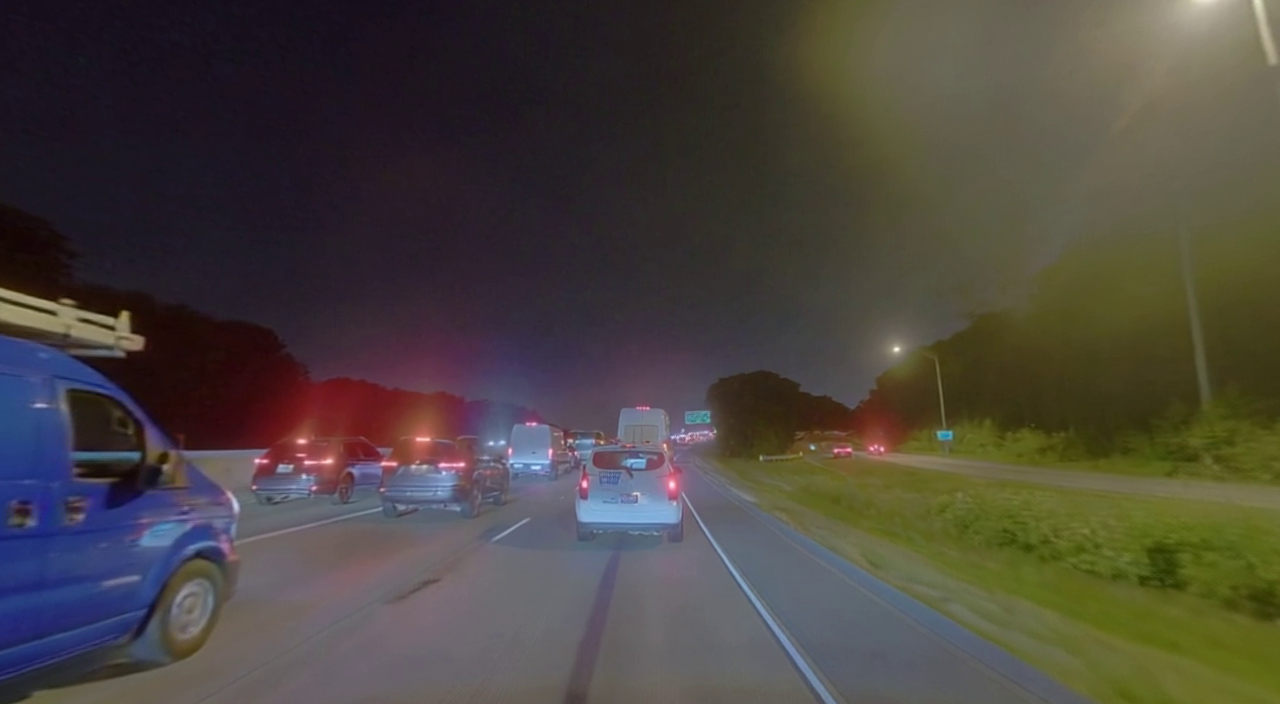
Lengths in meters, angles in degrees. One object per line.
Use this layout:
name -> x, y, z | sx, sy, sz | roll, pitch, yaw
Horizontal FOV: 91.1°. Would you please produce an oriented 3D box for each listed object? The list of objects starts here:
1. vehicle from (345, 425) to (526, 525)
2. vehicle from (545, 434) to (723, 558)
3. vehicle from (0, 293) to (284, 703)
vehicle -> -3.881, 2.413, 12.906 | 2.114, 1.657, 4.432 | 0, -8, 2
vehicle -> -0.056, 1.982, 9.384 | 2.054, 1.421, 4.090 | 0, -8, 0
vehicle -> -3.899, 0.694, 2.539 | 2.142, 1.952, 4.556 | 0, -8, 1
